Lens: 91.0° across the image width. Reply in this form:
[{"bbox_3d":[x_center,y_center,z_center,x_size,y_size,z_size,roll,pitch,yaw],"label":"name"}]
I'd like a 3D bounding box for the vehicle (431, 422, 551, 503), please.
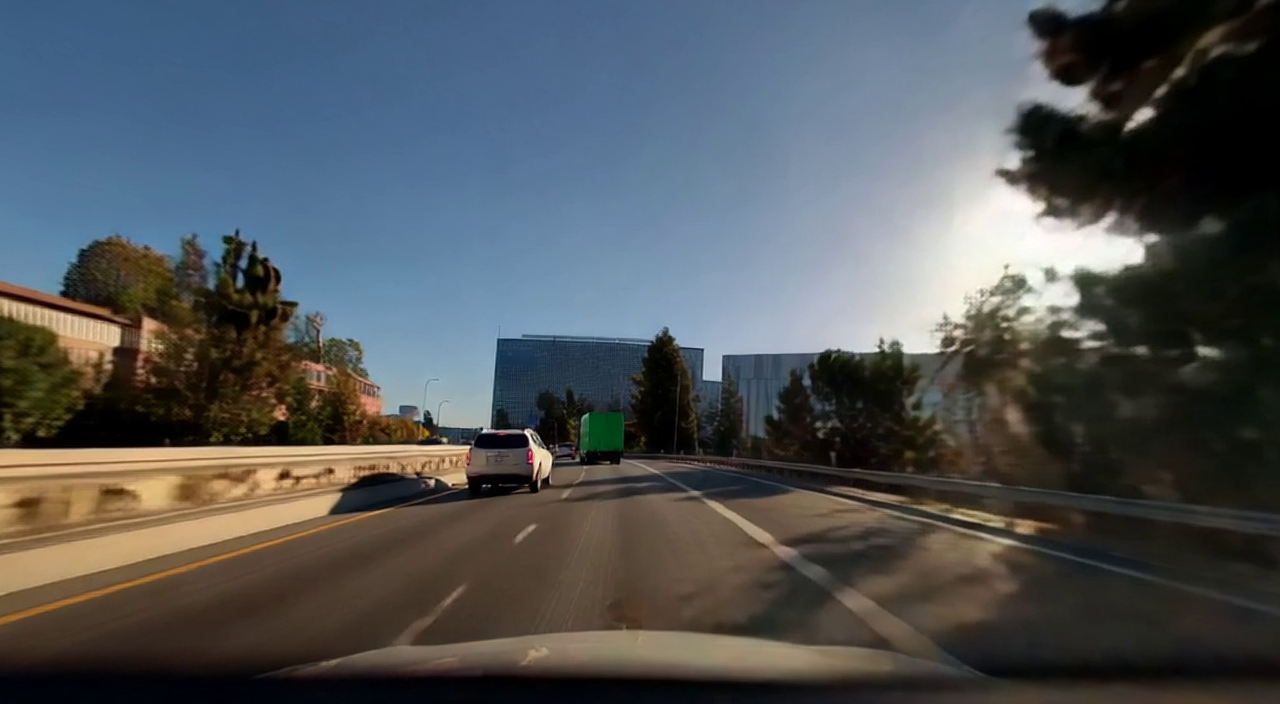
[{"bbox_3d":[-3.541,2.736,15.904,2.041,1.734,4.391,1,-9,-1],"label":"vehicle"}]

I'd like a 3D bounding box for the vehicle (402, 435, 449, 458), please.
[{"bbox_3d":[-15.363,6.796,45.284,1.988,1.499,4.591,1,-9,-3],"label":"vehicle"}]

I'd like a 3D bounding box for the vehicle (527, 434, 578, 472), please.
[{"bbox_3d":[-4.230,4.969,31.142,2.044,1.740,4.361,1,-9,-2],"label":"vehicle"}]
